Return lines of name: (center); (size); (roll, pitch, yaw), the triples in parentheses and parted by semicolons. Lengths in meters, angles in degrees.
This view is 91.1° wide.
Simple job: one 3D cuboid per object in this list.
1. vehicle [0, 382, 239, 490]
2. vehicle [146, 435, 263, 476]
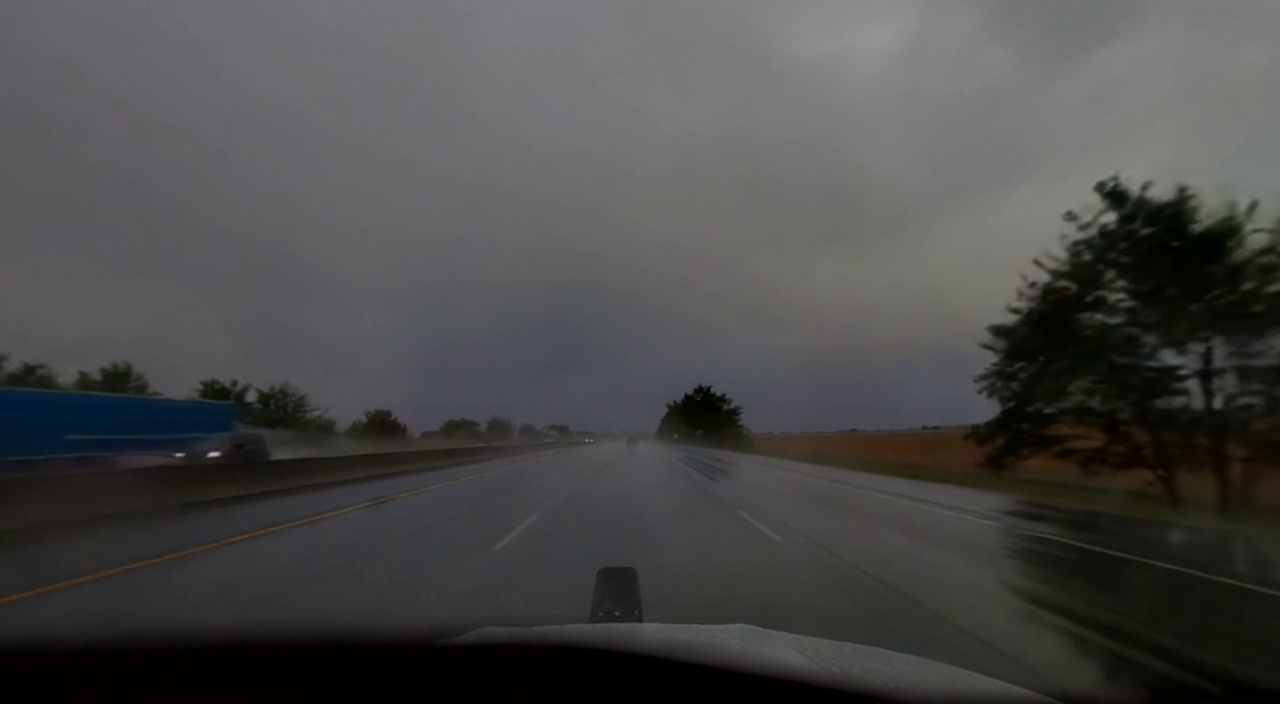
vehicle: (-27.364, 4.217, 31.326); (3.108, 4.299, 18.135); (0, -8, -1)
vehicle: (-19.816, 4.687, 28.923); (2.060, 1.672, 4.700); (0, -8, 0)
